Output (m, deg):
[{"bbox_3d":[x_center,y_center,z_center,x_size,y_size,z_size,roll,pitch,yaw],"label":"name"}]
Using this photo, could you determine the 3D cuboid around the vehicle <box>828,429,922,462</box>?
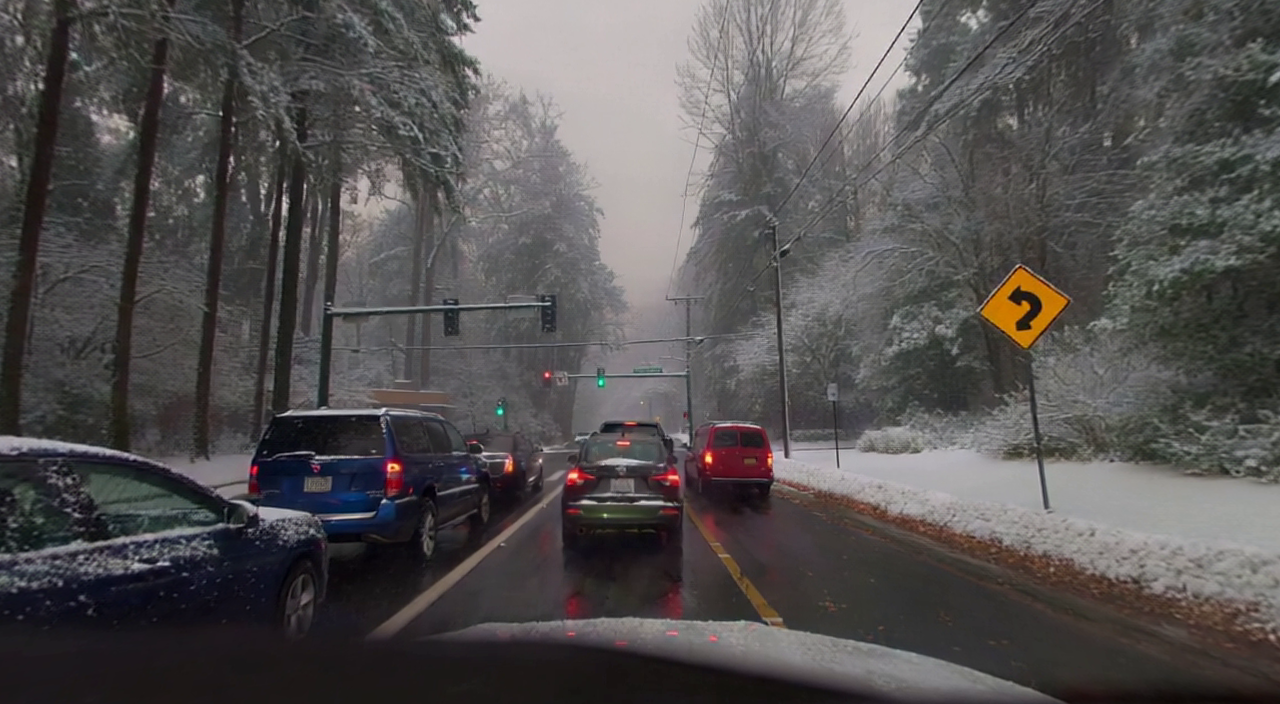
[{"bbox_3d":[11.386,4.559,30.698,3.883,1.534,1.779,0,-8,2],"label":"vehicle"}]

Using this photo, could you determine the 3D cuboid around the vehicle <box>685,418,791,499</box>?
[{"bbox_3d":[2.451,2.820,16.943,2.059,1.864,4.541,0,-8,-1],"label":"vehicle"}]

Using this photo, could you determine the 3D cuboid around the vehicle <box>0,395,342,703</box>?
[{"bbox_3d":[-2.923,0.839,1.625,1.974,1.484,4.716,0,-8,0],"label":"vehicle"}]

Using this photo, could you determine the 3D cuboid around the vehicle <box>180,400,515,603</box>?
[{"bbox_3d":[-2.898,1.575,7.458,1.964,1.712,4.097,0,-8,0],"label":"vehicle"}]

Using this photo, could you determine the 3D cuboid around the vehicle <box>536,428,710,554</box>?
[{"bbox_3d":[-0.253,1.921,9.355,2.025,1.453,3.848,0,-8,-2],"label":"vehicle"}]
